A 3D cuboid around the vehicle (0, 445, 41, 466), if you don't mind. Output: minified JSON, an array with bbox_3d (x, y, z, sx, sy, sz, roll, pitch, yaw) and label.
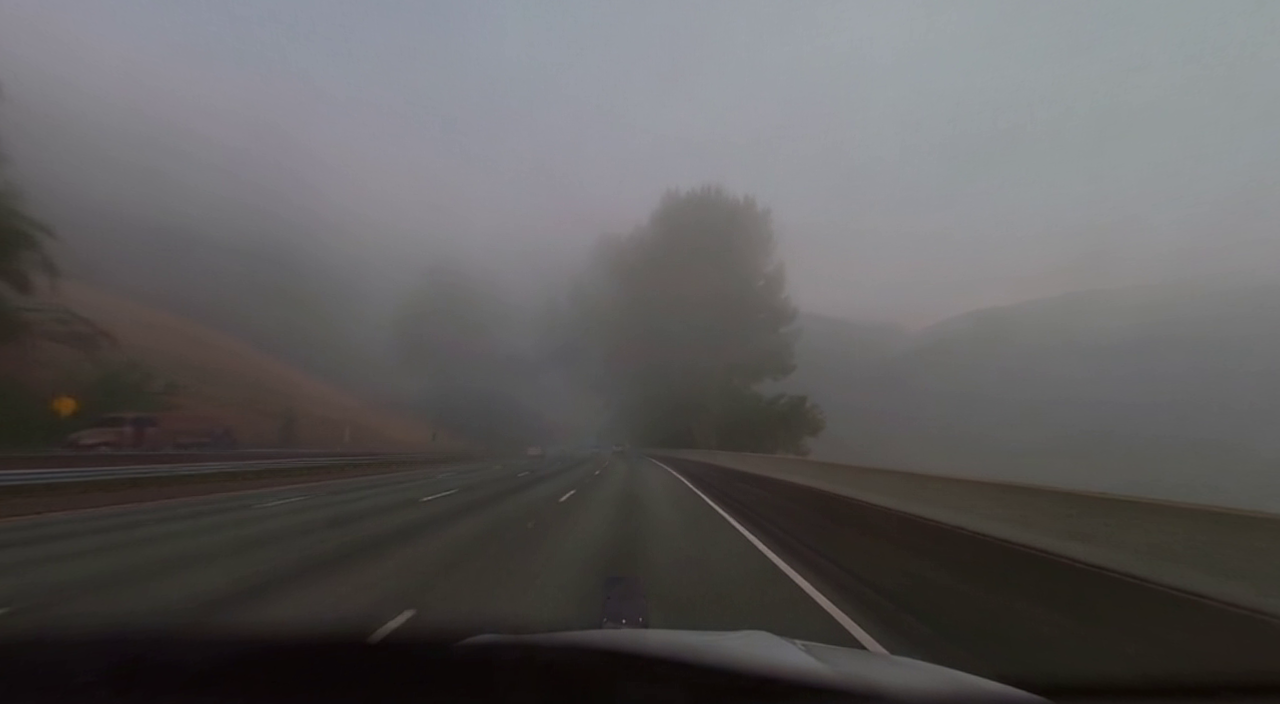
[{"bbox_3d":[-44.061,7.132,43.414,1.652,1.413,4.032,0,-9,-2],"label":"vehicle"}]
